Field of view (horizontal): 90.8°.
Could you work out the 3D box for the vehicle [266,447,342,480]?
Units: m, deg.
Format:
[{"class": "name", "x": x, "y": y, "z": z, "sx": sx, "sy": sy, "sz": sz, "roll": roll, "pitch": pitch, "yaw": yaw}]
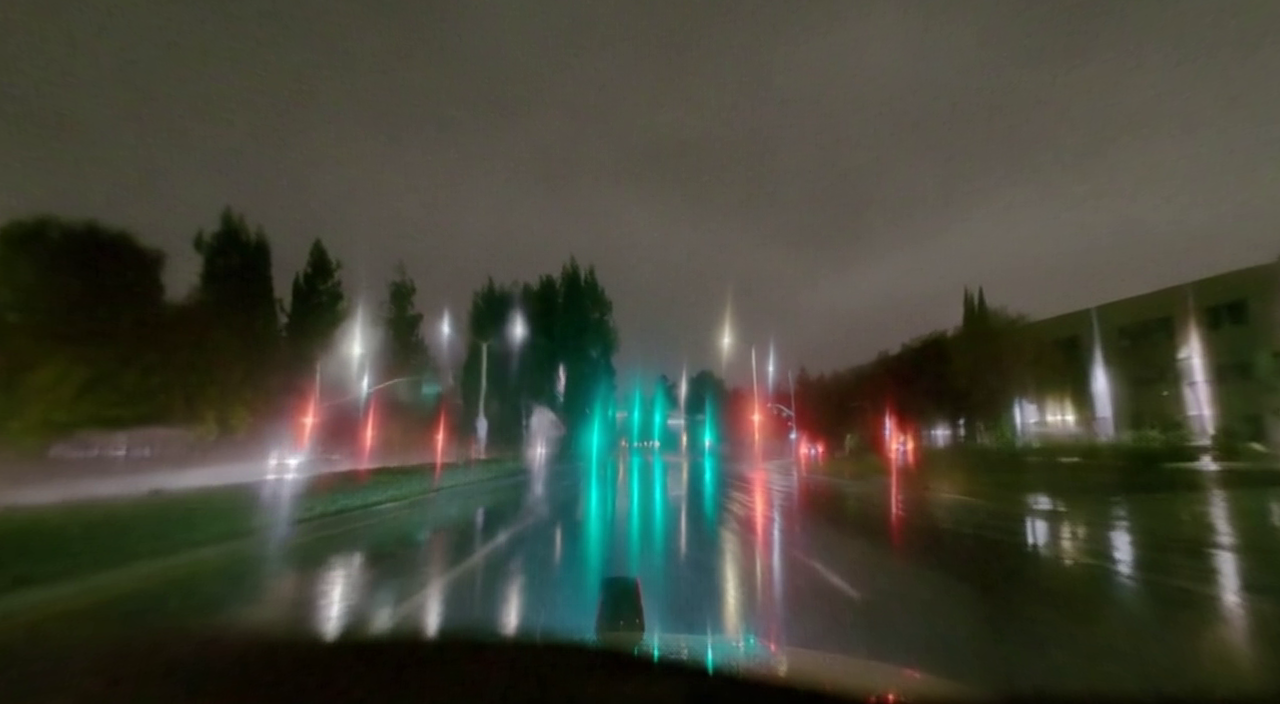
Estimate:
[{"class": "vehicle", "x": -18.187, "y": 6.037, "z": 34.399, "sx": 1.853, "sy": 1.646, "sz": 4.112, "roll": 0, "pitch": -9, "yaw": 0}]
